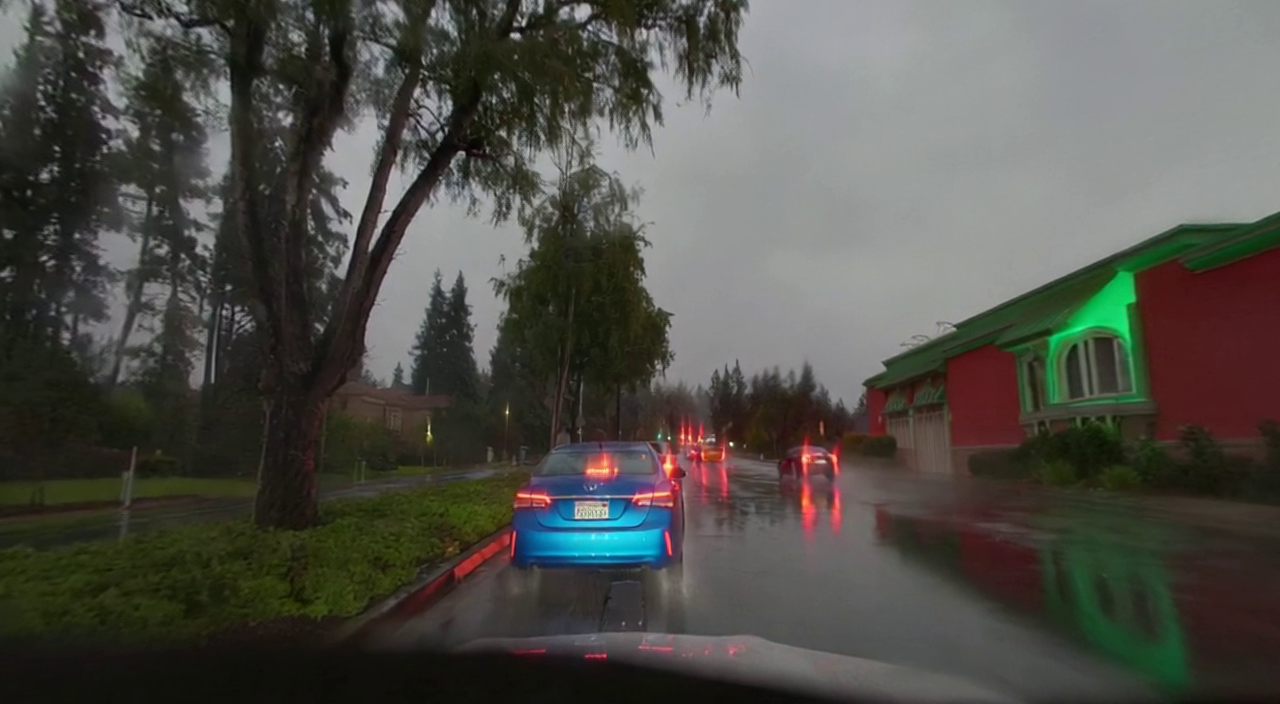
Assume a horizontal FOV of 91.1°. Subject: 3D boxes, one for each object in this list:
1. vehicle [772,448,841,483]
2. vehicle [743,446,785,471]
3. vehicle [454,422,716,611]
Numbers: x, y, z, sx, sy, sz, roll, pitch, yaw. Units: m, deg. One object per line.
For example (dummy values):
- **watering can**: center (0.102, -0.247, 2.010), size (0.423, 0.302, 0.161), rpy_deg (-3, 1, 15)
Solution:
- **vehicle**: center (7.100, 4.847, 27.196), size (1.909, 1.380, 3.905), rpy_deg (0, -8, 0)
- **vehicle**: center (8.028, 6.915, 40.996), size (1.887, 1.516, 4.419), rpy_deg (0, -9, 0)
- **vehicle**: center (-0.452, 1.634, 7.146), size (2.111, 1.506, 4.018), rpy_deg (0, -8, 0)
